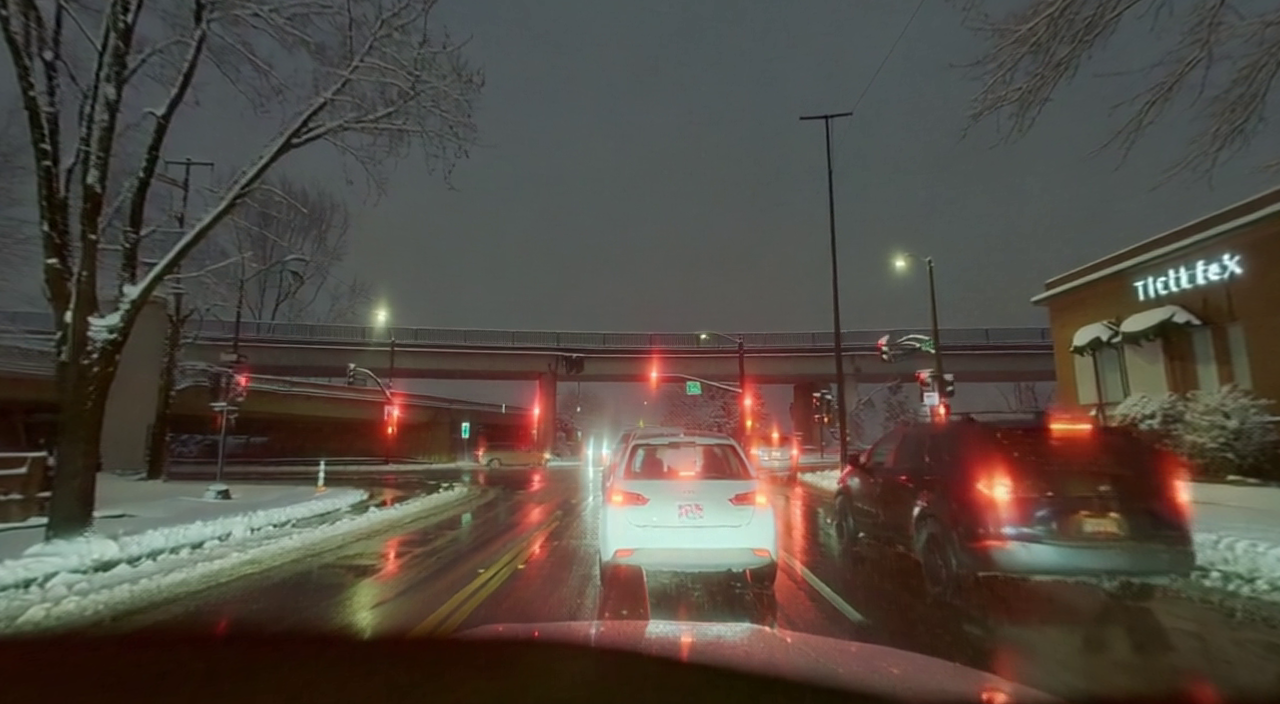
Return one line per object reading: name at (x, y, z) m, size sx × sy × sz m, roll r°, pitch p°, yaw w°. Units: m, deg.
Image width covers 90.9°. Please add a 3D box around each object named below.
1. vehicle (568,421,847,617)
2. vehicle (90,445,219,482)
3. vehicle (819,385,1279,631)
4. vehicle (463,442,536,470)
vehicle at (0.529, 1.576, 6.929) m, size 2.101 × 1.467 × 4.210 m, roll 0°, pitch -8°, yaw 1°
vehicle at (-23.142, 5.330, 30.206) m, size 4.474 × 1.673 × 2.010 m, roll 0°, pitch -8°, yaw 1°
vehicle at (3.647, 1.469, 6.931) m, size 2.062 × 1.781 × 4.488 m, roll 0°, pitch -8°, yaw 0°
vehicle at (-7.657, 5.692, 34.794) m, size 1.873 × 1.462 × 4.283 m, roll -3°, pitch -9°, yaw 19°
